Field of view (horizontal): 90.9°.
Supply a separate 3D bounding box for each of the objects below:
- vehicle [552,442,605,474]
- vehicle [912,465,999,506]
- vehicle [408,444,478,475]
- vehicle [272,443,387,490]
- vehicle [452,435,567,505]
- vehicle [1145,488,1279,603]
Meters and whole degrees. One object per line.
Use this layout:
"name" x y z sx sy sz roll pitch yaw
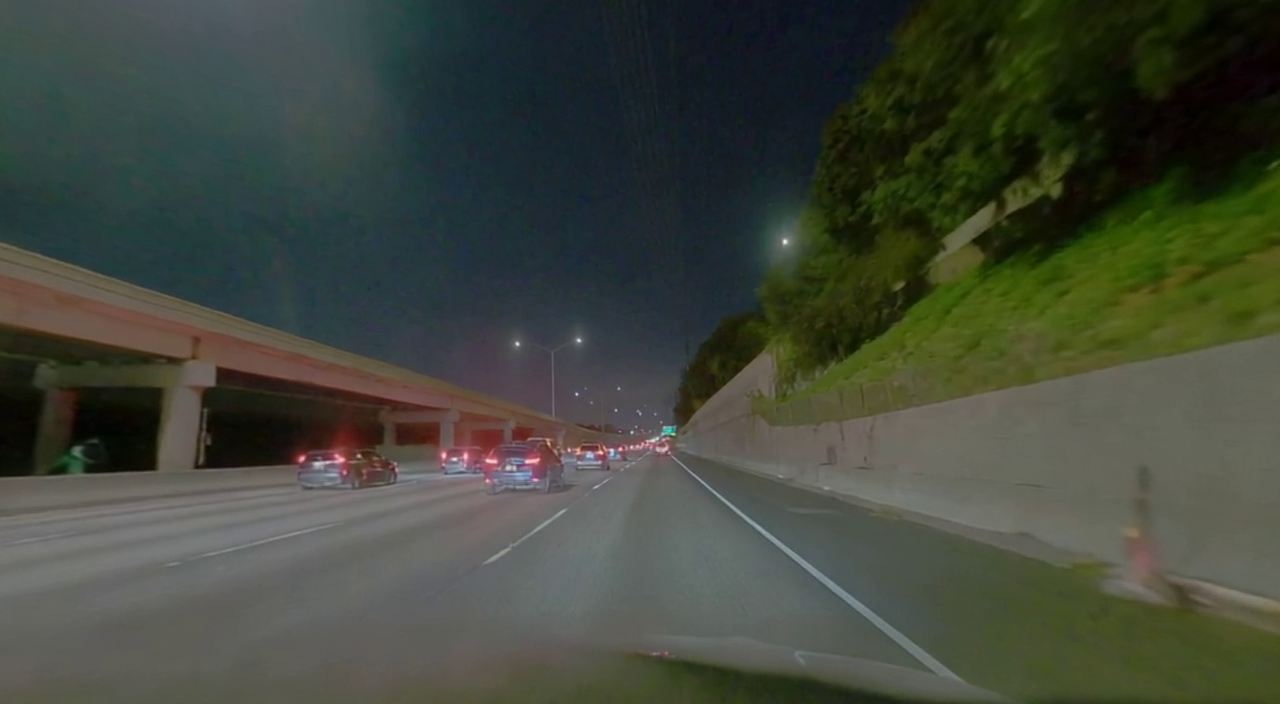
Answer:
"vehicle" -2.939 5.169 31.157 2.056 1.449 4.330 0 -8 2
"vehicle" 14.255 6.009 28.742 1.853 1.586 3.727 1 -8 -3
"vehicle" -10.481 5.718 33.935 1.978 1.498 4.940 0 -8 3
"vehicle" -10.773 3.976 22.247 1.981 1.484 3.827 0 -8 2
"vehicle" -3.143 2.921 16.134 1.939 1.511 4.246 0 -8 2
"vehicle" 10.887 3.105 9.857 1.962 1.584 4.807 0 -8 0
